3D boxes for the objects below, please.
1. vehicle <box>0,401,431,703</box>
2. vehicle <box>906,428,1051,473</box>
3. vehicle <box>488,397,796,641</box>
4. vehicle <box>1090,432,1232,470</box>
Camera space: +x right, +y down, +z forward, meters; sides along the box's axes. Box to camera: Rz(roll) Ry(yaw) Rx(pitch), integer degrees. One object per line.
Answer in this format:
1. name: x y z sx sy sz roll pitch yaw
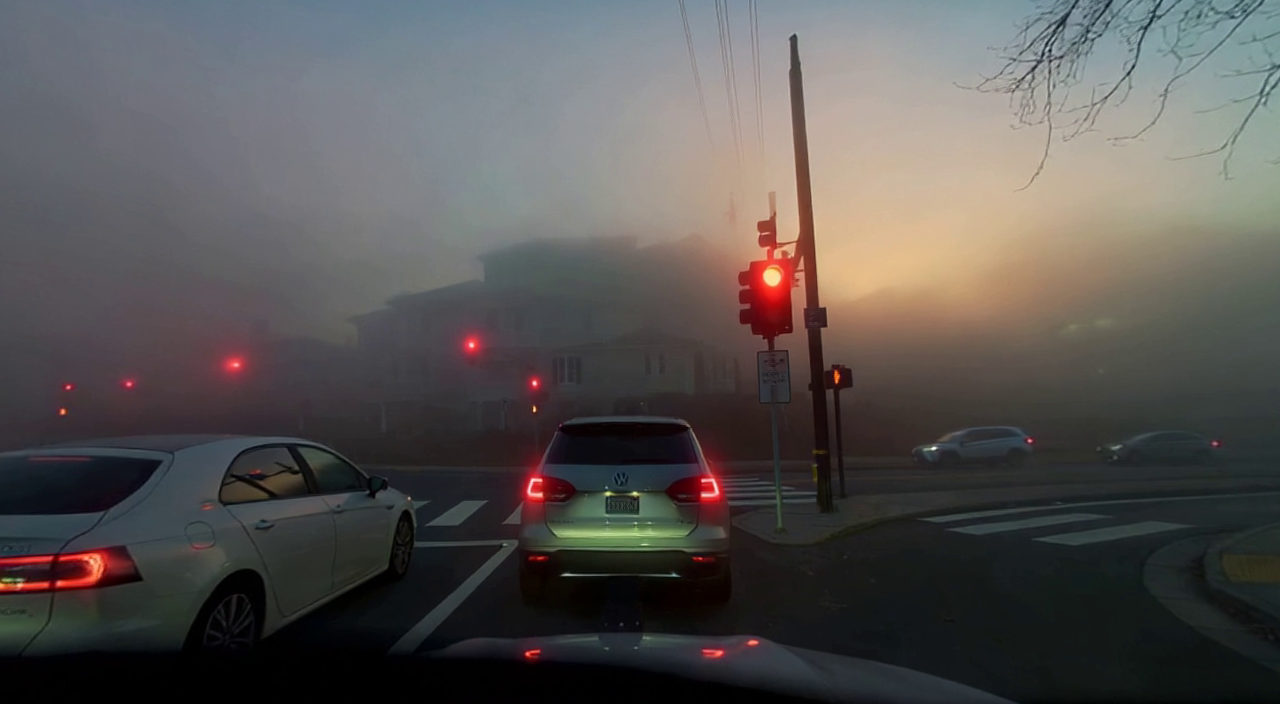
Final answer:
1. vehicle: -3.282 1.270 4.718 2.035 1.492 4.415 0 -9 -2
2. vehicle: 14.109 4.145 26.637 4.887 1.769 2.035 -1 -9 6
3. vehicle: -0.126 1.469 6.568 2.154 1.670 4.140 1 -9 -4
4. vehicle: 23.825 4.538 29.043 4.639 1.621 1.867 -1 -9 7
